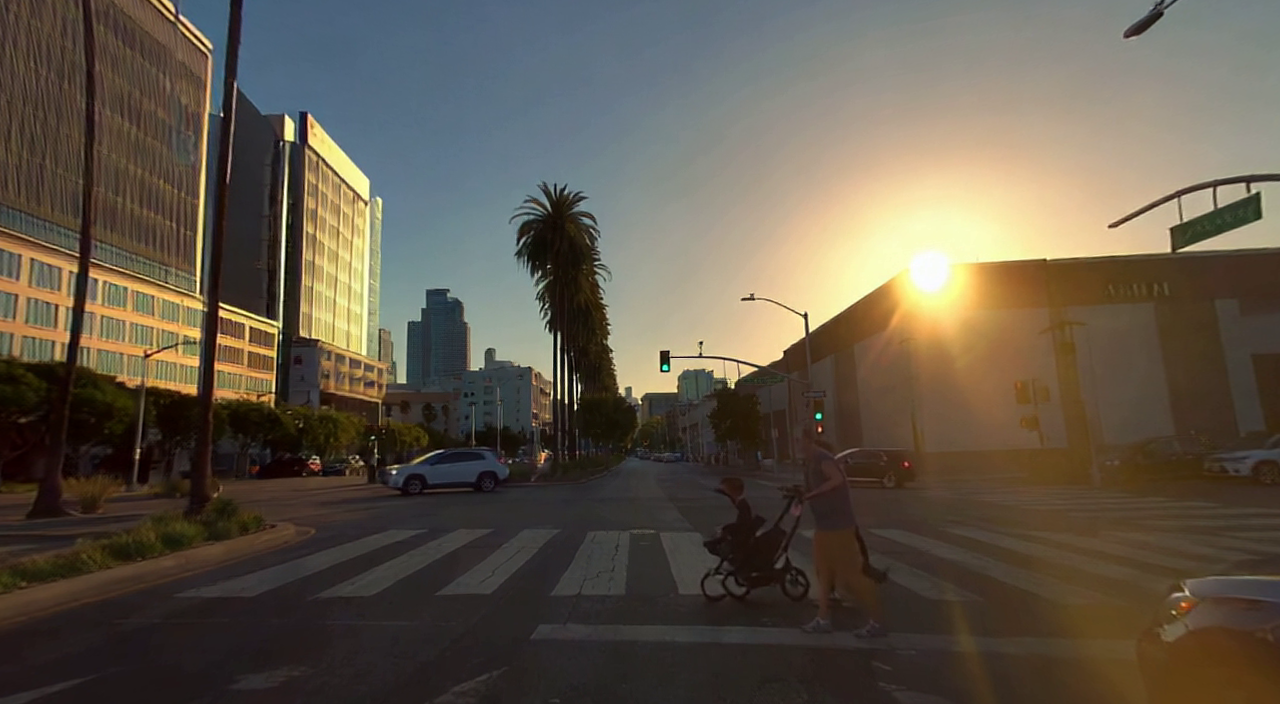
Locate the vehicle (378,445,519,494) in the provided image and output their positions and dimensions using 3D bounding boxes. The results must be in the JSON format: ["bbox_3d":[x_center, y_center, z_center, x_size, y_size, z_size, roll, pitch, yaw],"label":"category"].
[{"bbox_3d":[-6.584,4.091,22.243,4.499,1.594,1.898,1,-9,-10],"label":"vehicle"}]

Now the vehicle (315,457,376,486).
[{"bbox_3d":[-20.114,8.144,43.374,2.043,1.745,4.420,0,-8,0],"label":"vehicle"}]

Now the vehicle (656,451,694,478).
[{"bbox_3d":[2.502,8.222,46.523,2.325,1.810,4.827,0,-8,-2],"label":"vehicle"}]

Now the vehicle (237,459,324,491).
[{"bbox_3d":[-19.967,6.854,35.413,2.069,1.540,4.774,0,-8,0],"label":"vehicle"}]

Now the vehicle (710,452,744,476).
[{"bbox_3d":[6.517,8.436,47.804,2.176,1.690,4.138,-1,-8,3],"label":"vehicle"}]

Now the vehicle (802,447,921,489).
[{"bbox_3d":[8.859,4.596,25.314,4.273,1.525,2.000,-4,-9,22],"label":"vehicle"}]
